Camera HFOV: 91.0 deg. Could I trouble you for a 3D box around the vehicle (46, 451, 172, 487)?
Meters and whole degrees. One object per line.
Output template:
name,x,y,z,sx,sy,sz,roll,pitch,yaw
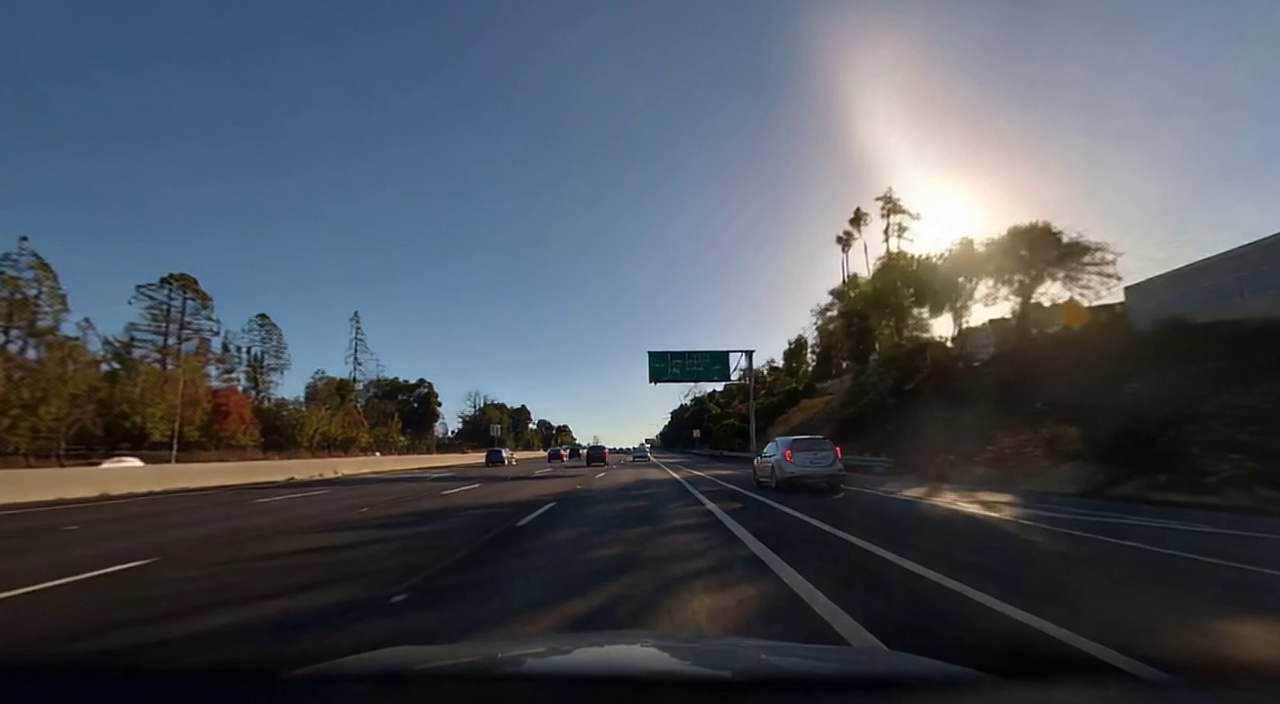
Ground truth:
vehicle,-24.515,5.374,29.335,1.899,1.527,4.512,0,-9,1

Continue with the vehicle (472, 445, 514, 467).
vehicle,-11.270,8.000,48.596,2.107,1.628,4.446,0,-9,1

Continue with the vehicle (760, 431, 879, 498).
vehicle,5.405,3.466,19.816,2.259,1.816,4.862,0,-9,0
